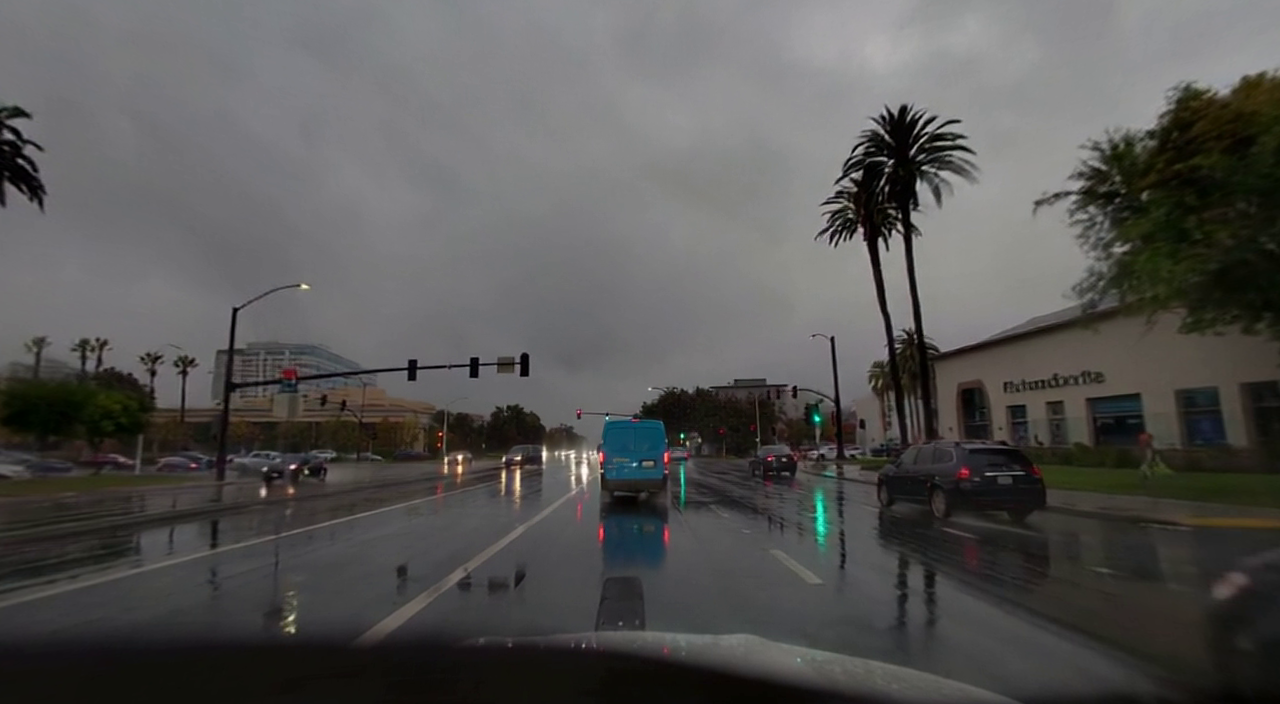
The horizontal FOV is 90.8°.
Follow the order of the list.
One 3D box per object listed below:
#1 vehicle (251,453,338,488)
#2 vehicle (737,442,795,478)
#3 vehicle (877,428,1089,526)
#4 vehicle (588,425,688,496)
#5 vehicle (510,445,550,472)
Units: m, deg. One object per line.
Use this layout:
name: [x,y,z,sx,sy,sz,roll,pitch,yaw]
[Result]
vehicle: [-16.589,5.681,30.652,1.953,1.480,4.632,1,-9,-5]
vehicle: [6.410,5.535,32.595,1.931,1.692,4.267,0,-9,-3]
vehicle: [7.146,2.626,13.880,2.023,1.771,4.488,0,-9,-2]
vehicle: [-0.141,3.521,20.917,2.848,1.991,5.706,0,-9,-2]
vehicle: [-7.146,6.952,41.363,2.109,1.653,4.681,0,-9,-5]
